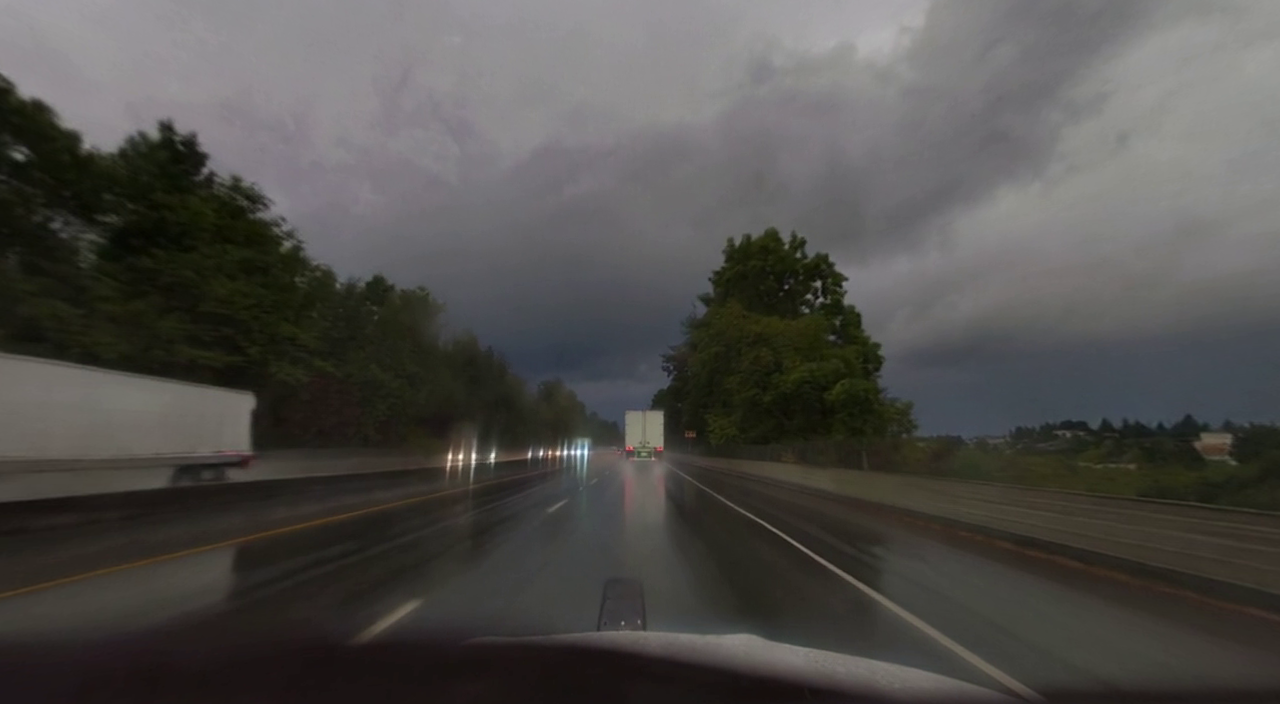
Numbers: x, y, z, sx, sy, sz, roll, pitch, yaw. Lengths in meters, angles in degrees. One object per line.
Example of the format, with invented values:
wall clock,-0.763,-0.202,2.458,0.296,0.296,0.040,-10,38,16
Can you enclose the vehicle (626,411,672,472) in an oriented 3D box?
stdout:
vehicle,0.641,6.726,46.780,3.024,3.965,10.399,0,-9,0

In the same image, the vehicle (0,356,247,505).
vehicle,-16.998,2.647,20.483,2.841,3.830,8.307,0,-9,1
